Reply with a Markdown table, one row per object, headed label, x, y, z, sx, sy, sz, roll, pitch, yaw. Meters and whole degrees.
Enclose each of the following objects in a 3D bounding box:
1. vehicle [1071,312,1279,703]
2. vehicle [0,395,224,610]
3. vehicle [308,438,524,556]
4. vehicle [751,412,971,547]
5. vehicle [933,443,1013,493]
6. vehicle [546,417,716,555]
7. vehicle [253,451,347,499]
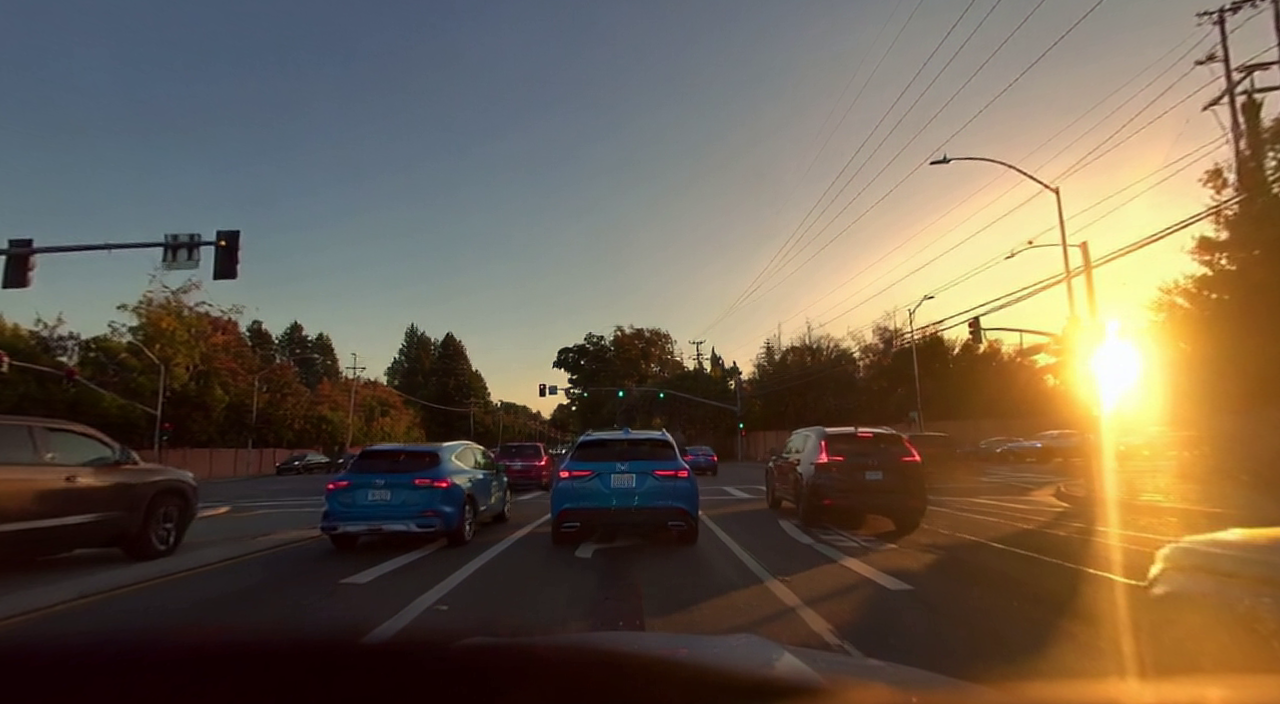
| label | x | y | z | sx | sy | sz | roll | pitch | yaw |
| --- | --- | --- | --- | --- | --- | --- | --- | --- | --- |
| vehicle | 2.752 | 0.498 | 0.211 | 2.034 | 1.655 | 4.465 | 0 | -9 | 0 |
| vehicle | -6.515 | 1.356 | 5.865 | 2.116 | 1.812 | 4.609 | 0 | -9 | 0 |
| vehicle | -3.253 | 2.181 | 10.294 | 1.881 | 1.466 | 4.484 | 0 | -9 | 0 |
| vehicle | 3.364 | 2.058 | 10.804 | 1.999 | 1.789 | 4.583 | 0 | -9 | -1 |
| vehicle | 11.197 | 3.790 | 21.080 | 1.913 | 1.457 | 4.298 | -5 | -10 | 32 |
| vehicle | -0.103 | 1.986 | 9.998 | 2.111 | 1.712 | 4.078 | 0 | -9 | 0 |
| vehicle | -11.833 | 4.251 | 22.343 | 1.974 | 1.491 | 4.450 | 3 | -9 | -16 |
